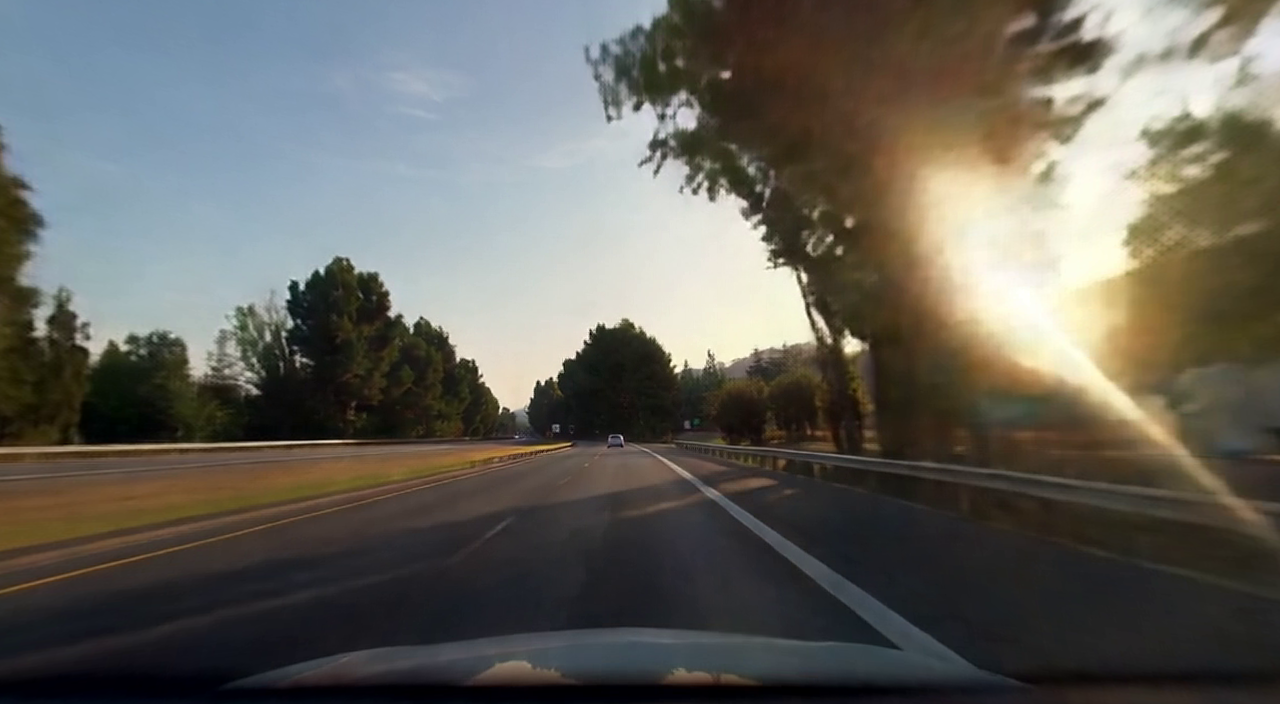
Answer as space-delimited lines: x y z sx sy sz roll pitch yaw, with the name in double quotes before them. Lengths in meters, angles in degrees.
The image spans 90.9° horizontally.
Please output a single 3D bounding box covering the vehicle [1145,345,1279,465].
"vehicle" 20.244 1.586 18.446 3.983 3.410 8.148 1 -7 -2
